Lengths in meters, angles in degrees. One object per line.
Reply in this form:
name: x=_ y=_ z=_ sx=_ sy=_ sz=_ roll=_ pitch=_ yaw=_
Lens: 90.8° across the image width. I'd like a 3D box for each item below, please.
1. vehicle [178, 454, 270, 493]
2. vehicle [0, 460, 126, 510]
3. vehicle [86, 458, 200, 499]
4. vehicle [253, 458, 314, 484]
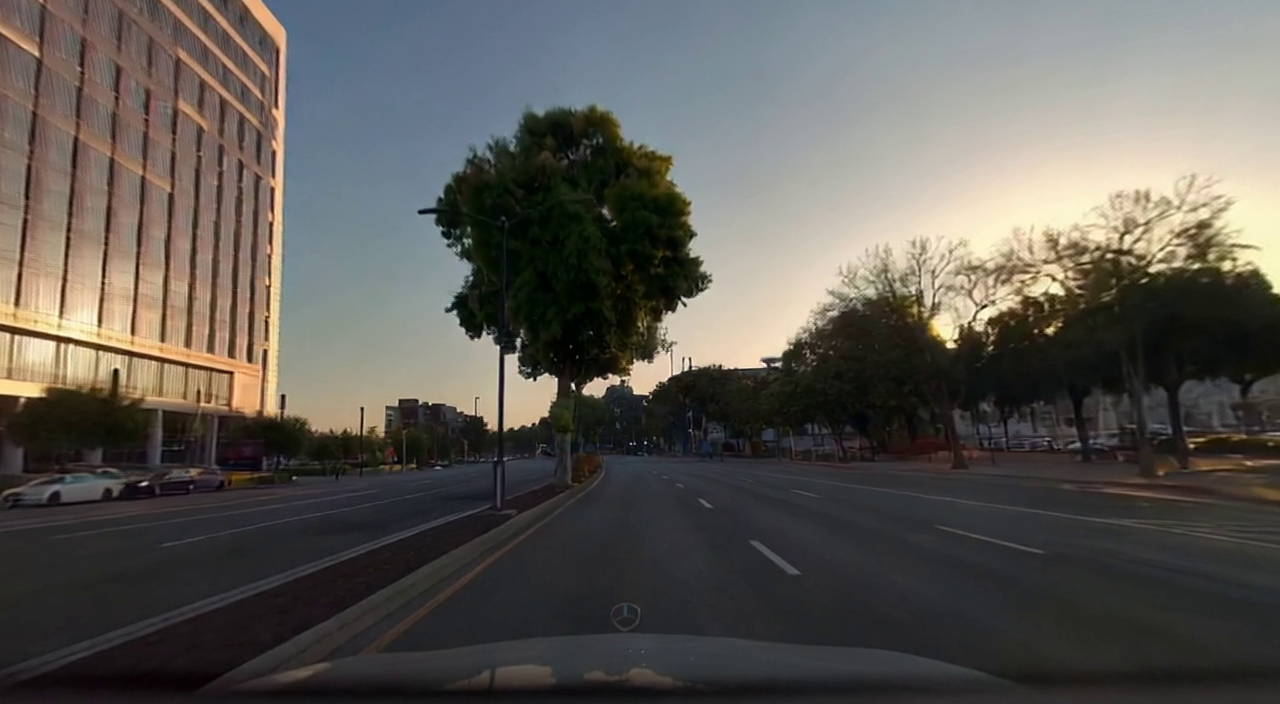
vehicle: x=-25.614 y=7.435 z=39.189 sx=2.291 sy=2.040 sz=5.186 roll=-3 pitch=-8 yaw=-1
vehicle: x=-25.281 y=5.604 z=27.156 sx=2.099 sy=1.814 sz=5.092 roll=0 pitch=-9 yaw=-1
vehicle: x=-25.660 y=6.527 z=32.925 sx=2.136 sy=1.843 sz=5.019 roll=0 pitch=-9 yaw=-4
vehicle: x=-26.533 y=8.855 z=47.155 sx=1.972 sy=1.729 sz=4.782 roll=0 pitch=-9 yaw=-3
